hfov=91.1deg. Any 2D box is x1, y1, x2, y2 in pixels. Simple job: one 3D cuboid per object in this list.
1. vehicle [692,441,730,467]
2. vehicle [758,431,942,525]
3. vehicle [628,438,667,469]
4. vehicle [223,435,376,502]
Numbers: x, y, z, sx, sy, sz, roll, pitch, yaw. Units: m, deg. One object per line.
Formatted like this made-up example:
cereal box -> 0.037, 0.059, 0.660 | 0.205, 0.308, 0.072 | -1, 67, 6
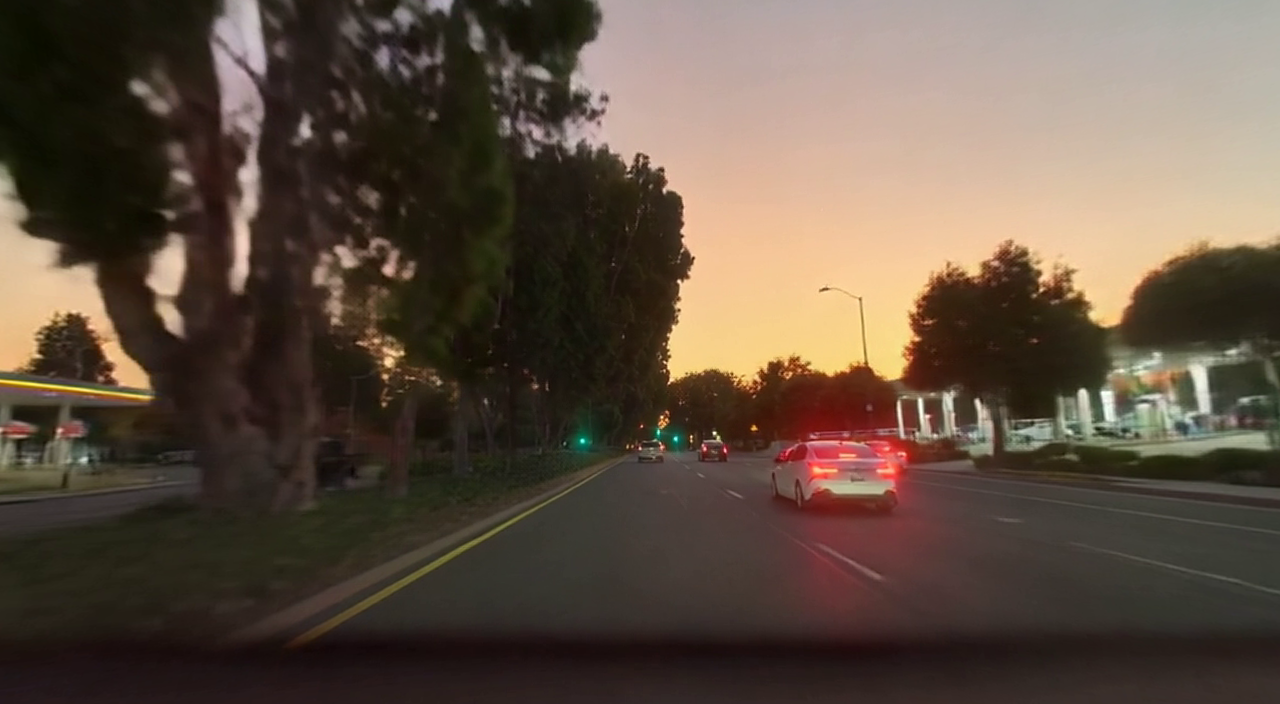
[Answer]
vehicle -> 4.519, 6.565, 40.566 | 1.980, 1.515, 4.362 | 0, -9, 0
vehicle -> 3.897, 2.435, 12.739 | 2.119, 1.509, 4.756 | 0, -9, 0
vehicle -> 0.493, 5.991, 37.143 | 2.172, 1.694, 4.055 | 0, -9, 1
vehicle -> -9.626, 3.302, 18.235 | 2.004, 1.683, 4.290 | 0, -9, 0
